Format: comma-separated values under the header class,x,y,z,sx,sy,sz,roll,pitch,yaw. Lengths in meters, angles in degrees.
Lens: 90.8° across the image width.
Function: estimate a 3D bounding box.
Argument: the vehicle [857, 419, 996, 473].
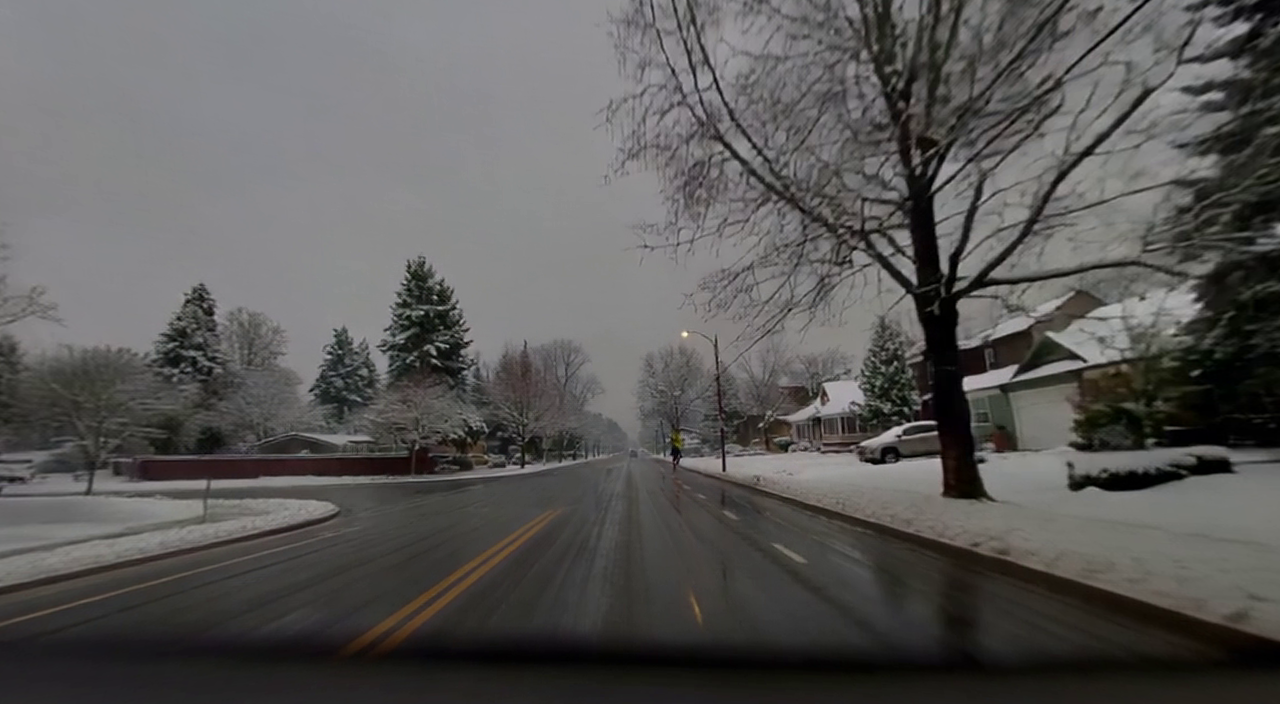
class,x,y,z,sx,sy,sz,roll,pitch,yaw
vehicle,10.327,3.425,23.063,4.146,1.866,1.897,-1,-9,5
